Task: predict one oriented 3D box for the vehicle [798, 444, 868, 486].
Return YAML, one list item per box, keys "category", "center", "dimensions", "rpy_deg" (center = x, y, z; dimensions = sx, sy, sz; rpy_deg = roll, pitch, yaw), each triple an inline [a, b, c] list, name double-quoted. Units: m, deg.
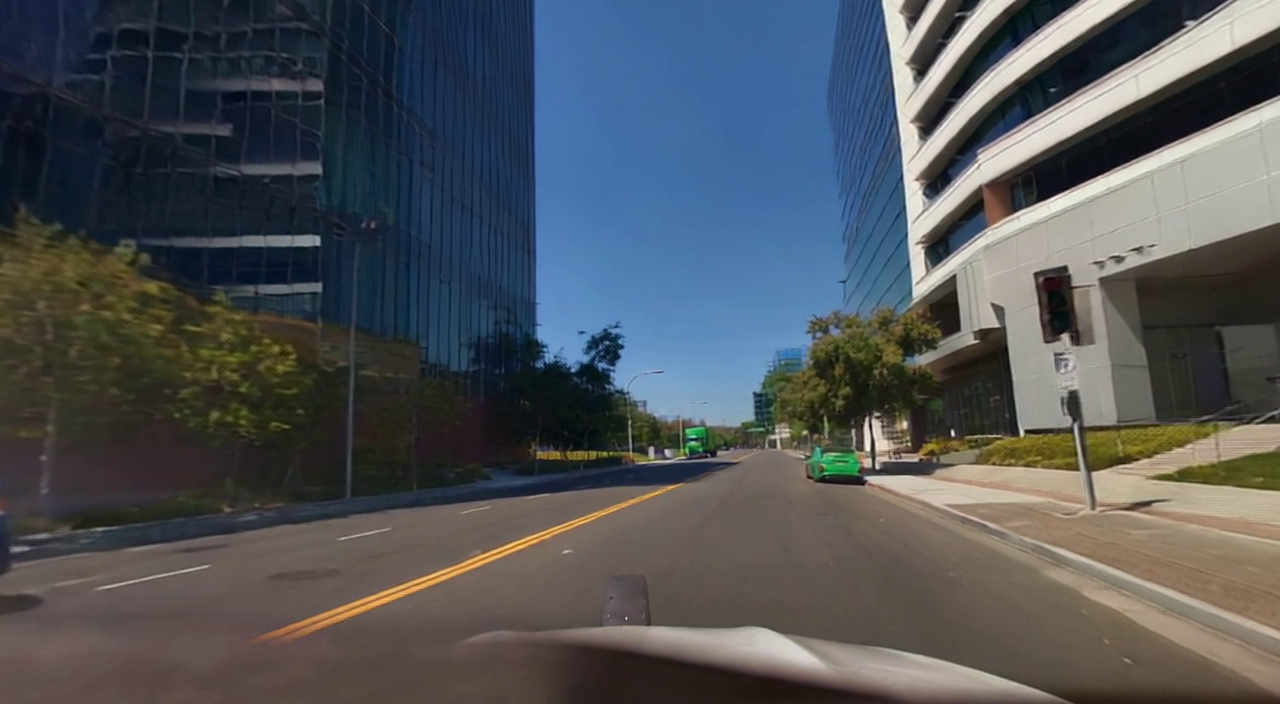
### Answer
- category: "vehicle"
  center: [7.566, 4.450, 25.173]
  dimensions: [2.098, 1.509, 4.389]
  rpy_deg: [-2, -9, 10]
